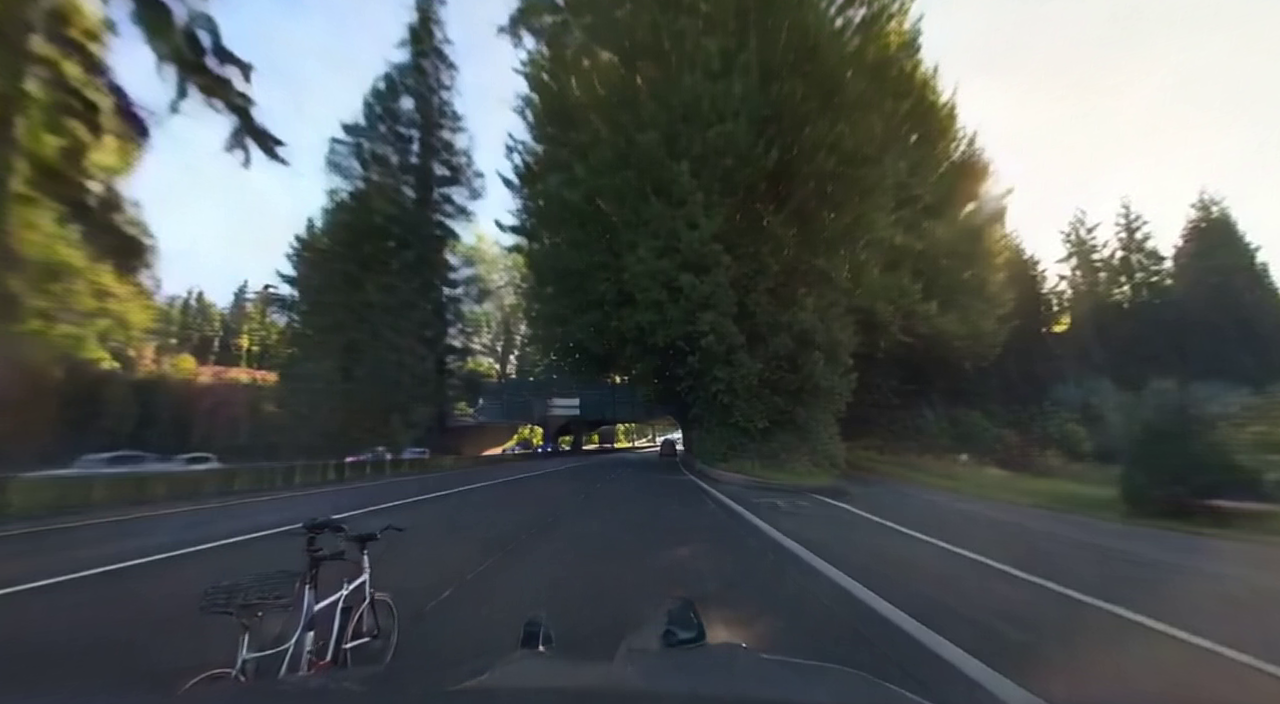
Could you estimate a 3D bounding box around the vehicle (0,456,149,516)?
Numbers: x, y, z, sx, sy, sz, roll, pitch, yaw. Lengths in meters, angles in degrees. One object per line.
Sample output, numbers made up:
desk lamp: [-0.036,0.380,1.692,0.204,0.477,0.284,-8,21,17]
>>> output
vehicle: [-17.394,3.831,18.569,1.920,1.477,4.708,0,-9,2]

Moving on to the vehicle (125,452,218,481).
vehicle: [-26.131,6.364,35.353,1.866,1.524,4.296,0,-9,0]

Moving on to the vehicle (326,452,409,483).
vehicle: [-13.472,5.709,31.420,2.097,1.445,4.213,0,-9,2]
